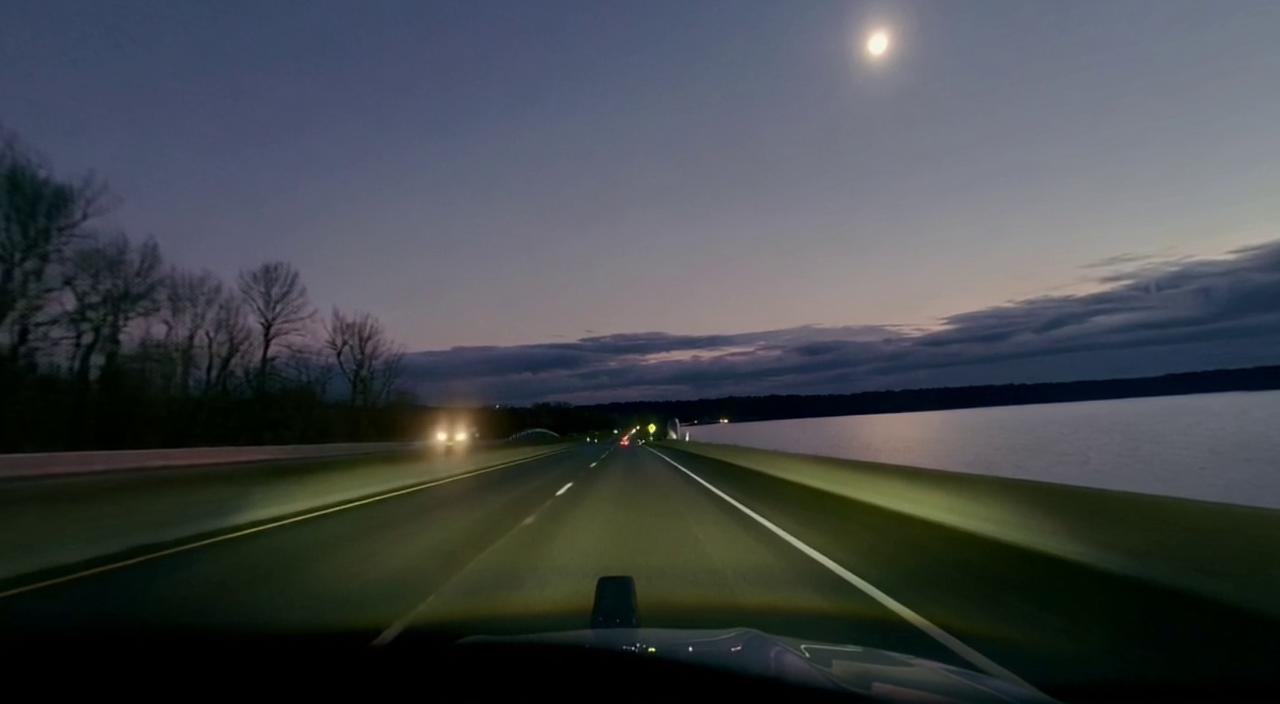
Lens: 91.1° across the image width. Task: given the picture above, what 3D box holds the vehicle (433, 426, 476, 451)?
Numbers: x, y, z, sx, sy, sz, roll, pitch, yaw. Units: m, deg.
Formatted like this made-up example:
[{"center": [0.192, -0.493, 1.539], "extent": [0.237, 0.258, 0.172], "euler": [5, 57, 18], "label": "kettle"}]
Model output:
[{"center": [-14.378, 6.731, 48.968], "extent": [1.990, 1.808, 4.311], "euler": [0, -8, 0], "label": "vehicle"}]
